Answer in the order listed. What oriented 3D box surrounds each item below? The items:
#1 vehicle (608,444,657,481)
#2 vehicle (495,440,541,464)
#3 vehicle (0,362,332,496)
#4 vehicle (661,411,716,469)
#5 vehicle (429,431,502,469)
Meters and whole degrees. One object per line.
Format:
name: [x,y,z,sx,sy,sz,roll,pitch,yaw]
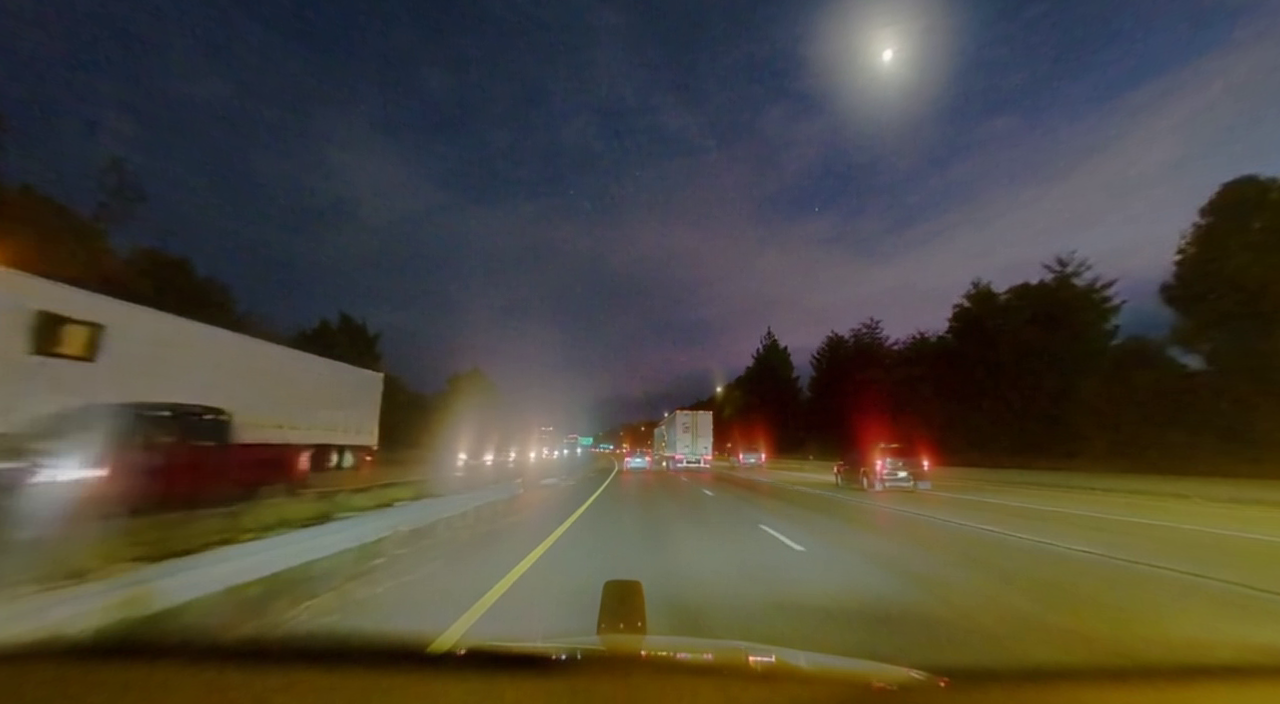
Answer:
vehicle: [-0.372,5.179,29.618,2.111,1.599,3.859,0,-9,-1]
vehicle: [-7.789,6.424,40.647,2.183,1.457,3.987,0,-9,0]
vehicle: [-8.041,1.444,11.181,2.382,1.802,5.288,0,-9,1]
vehicle: [3.576,7.101,49.988,2.931,4.009,12.800,0,-9,-2]
vehicle: [-7.327,4.201,26.885,1.928,1.473,4.170,0,-9,-1]
